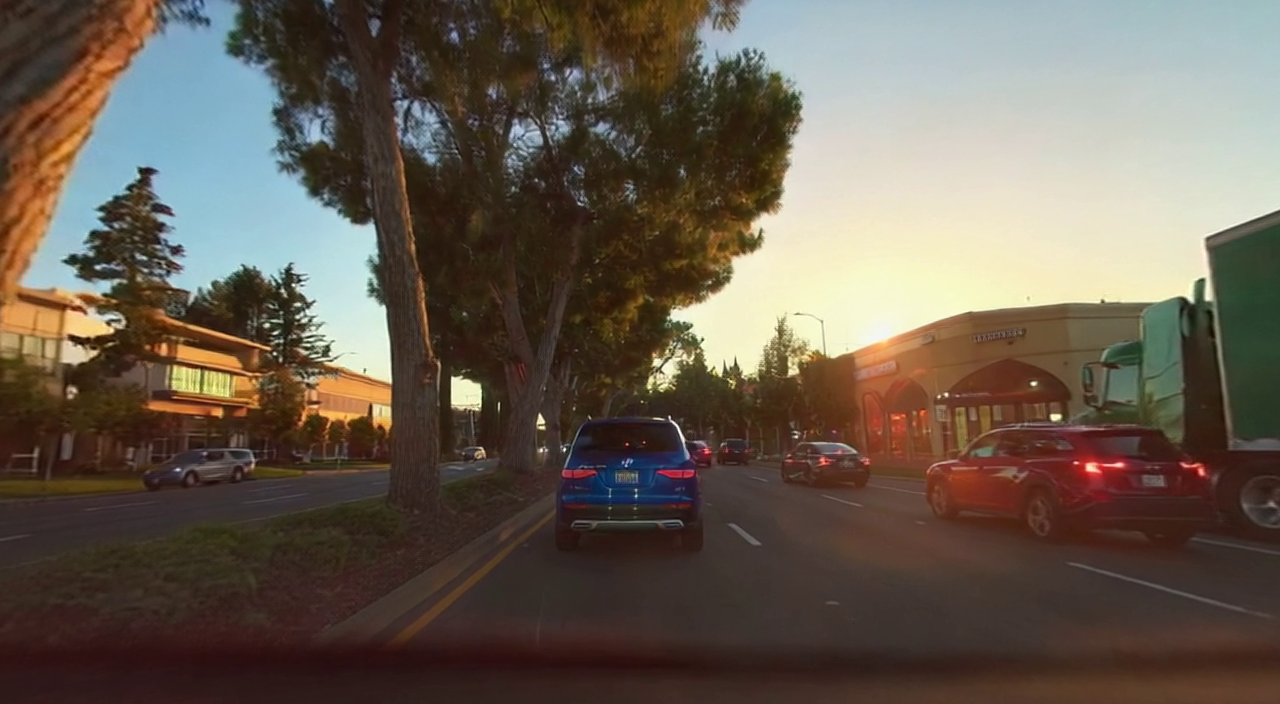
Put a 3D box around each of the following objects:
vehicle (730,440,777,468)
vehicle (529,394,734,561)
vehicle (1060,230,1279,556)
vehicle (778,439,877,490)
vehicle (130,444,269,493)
[{"bbox_3d":[6.499,5.882,36.610,1.914,1.523,4.287,0,-9,-1],"label":"vehicle"},{"bbox_3d":[-0.134,1.739,9.335,2.320,1.880,4.192,0,-9,-1],"label":"vehicle"},{"bbox_3d":[9.962,-0.132,3.906,2.879,4.284,17.334,0,-9,0],"label":"vehicle"},{"bbox_3d":[6.282,3.805,21.744,2.035,1.553,4.465,0,-9,0],"label":"vehicle"},{"bbox_3d":[-19.281,5.102,28.050,2.302,1.939,5.221,0,-9,1],"label":"vehicle"}]
